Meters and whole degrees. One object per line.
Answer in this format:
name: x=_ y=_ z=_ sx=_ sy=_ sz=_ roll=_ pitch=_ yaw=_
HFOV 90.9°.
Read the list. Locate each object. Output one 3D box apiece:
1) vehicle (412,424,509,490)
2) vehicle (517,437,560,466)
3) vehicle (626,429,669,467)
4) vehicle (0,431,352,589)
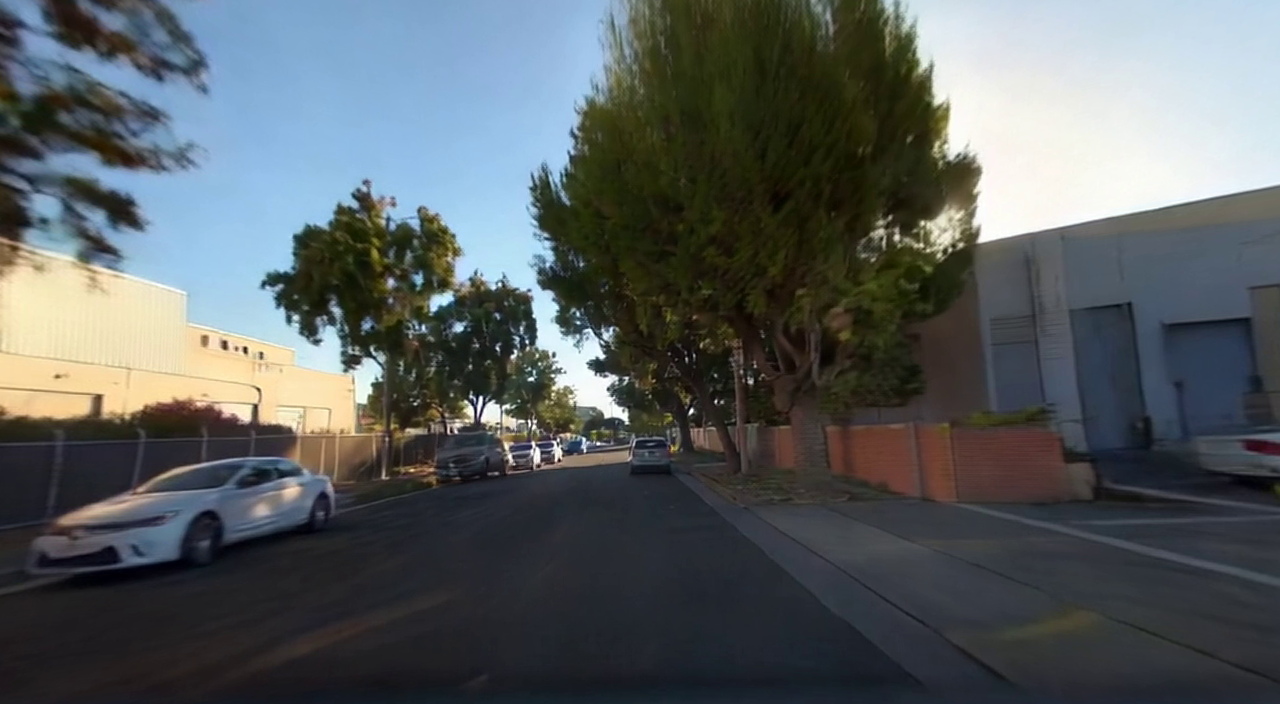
vehicle: x=-6.251 y=3.726 z=22.560 sx=2.005 sy=1.989 sz=4.929 roll=-3 pitch=-9 yaw=0
vehicle: x=-6.193 y=6.117 z=38.913 sx=1.926 sy=1.647 sz=4.185 roll=0 pitch=-8 yaw=1
vehicle: x=0.363 y=5.155 z=34.078 sx=2.152 sy=1.874 sz=4.042 roll=0 pitch=-8 yaw=0
vehicle: x=-5.801 y=1.966 z=8.563 sx=1.938 sy=1.500 sz=4.130 roll=-3 pitch=-9 yaw=-2
